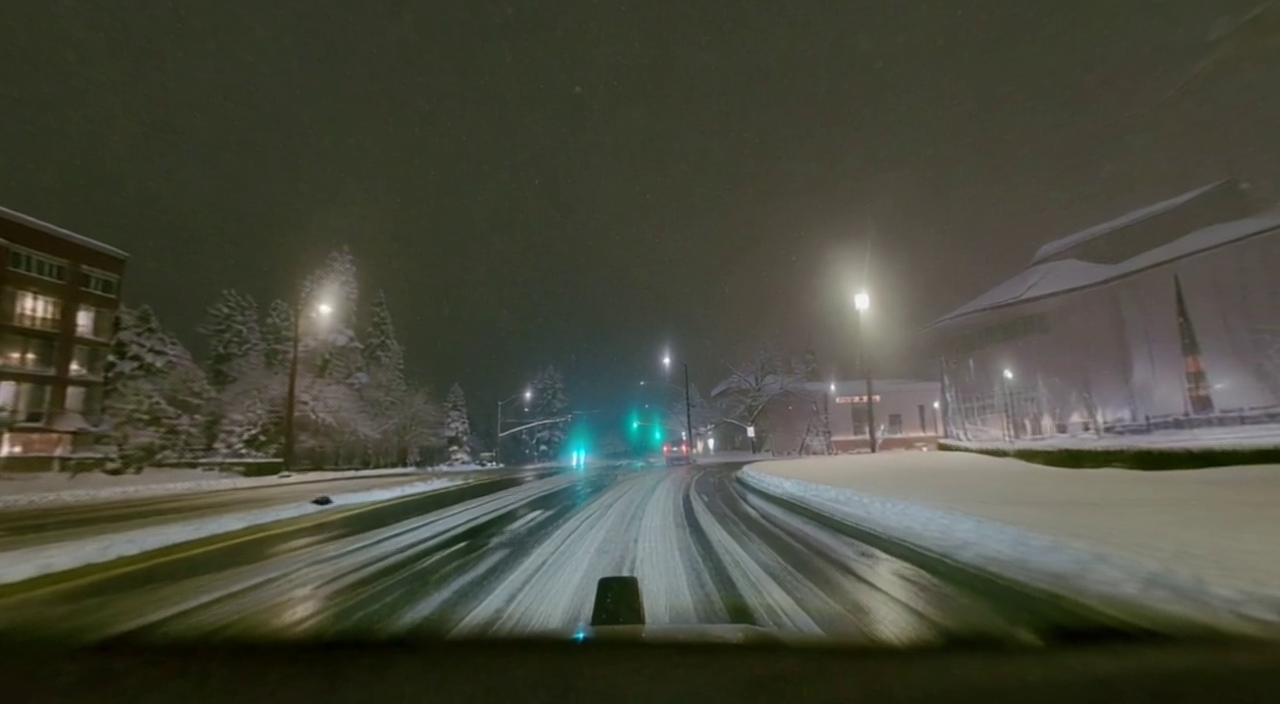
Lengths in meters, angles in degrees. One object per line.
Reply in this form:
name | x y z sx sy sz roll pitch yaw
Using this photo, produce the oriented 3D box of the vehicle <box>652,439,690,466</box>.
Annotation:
vehicle | 2.215 7.060 44.399 2.370 1.781 4.440 -1 -9 6
